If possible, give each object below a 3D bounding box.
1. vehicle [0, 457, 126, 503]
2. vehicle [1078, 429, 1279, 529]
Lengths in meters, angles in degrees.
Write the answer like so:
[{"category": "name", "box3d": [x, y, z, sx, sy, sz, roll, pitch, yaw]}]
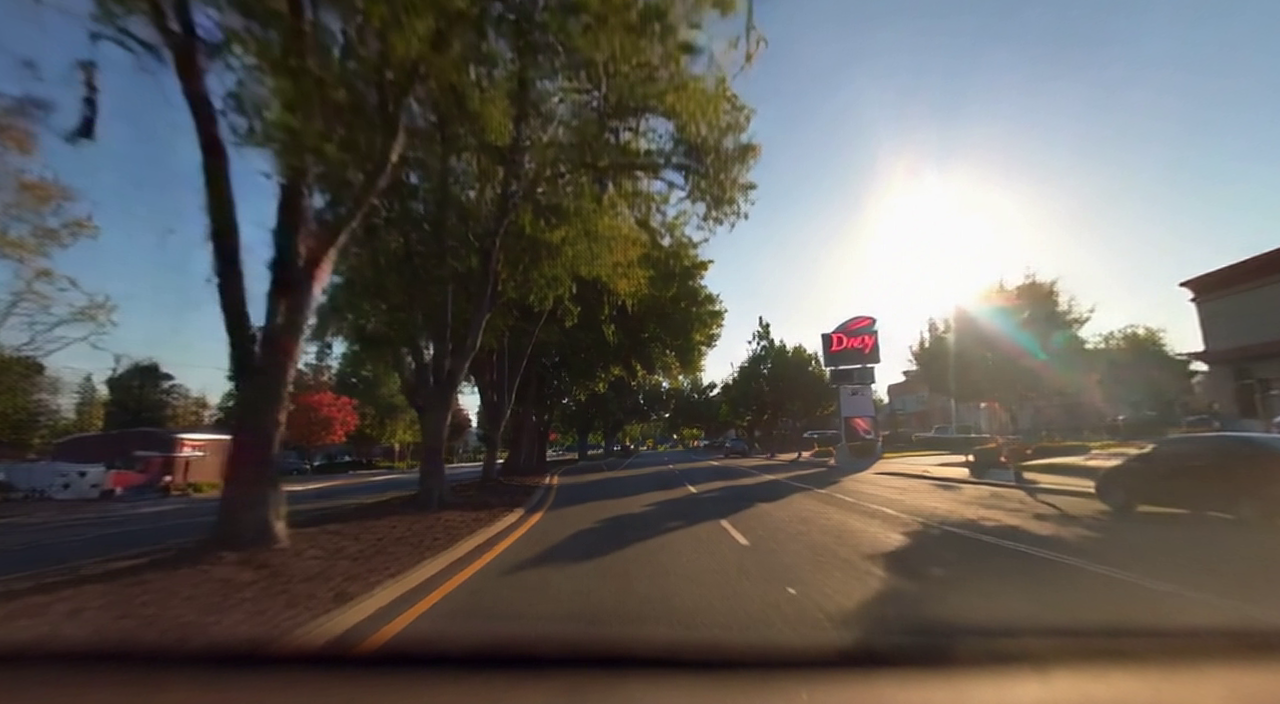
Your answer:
[{"category": "vehicle", "box3d": [-30.266, 6.441, 32.414, 2.326, 1.944, 6.466, 1, -8, 0]}, {"category": "vehicle", "box3d": [10.329, 2.110, 10.960, 2.034, 1.437, 4.728, 0, -9, -1]}]
